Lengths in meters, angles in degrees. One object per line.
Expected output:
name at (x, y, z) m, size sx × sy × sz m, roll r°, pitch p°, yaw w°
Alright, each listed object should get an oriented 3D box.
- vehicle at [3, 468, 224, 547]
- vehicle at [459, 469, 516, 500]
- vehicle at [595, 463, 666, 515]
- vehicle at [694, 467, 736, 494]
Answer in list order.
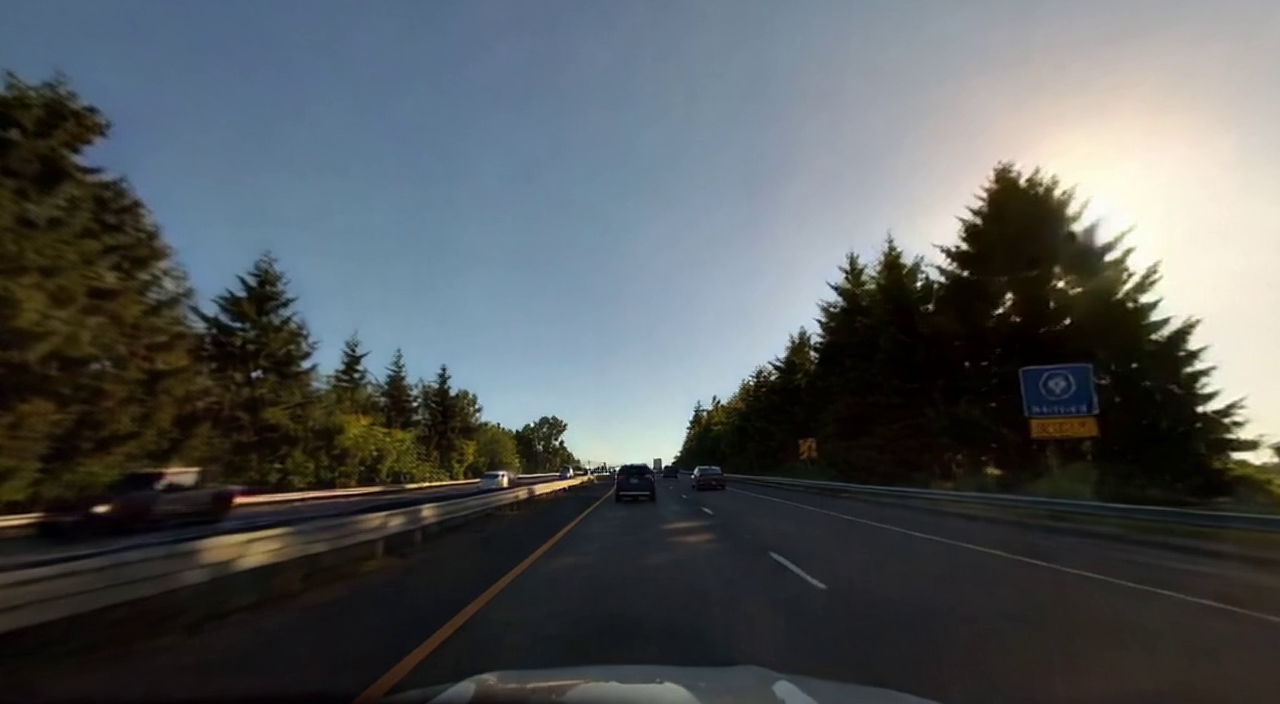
vehicle at (-12.296, 3.600, 15.138) m, size 1.856 × 1.595 × 3.945 m, roll 1°, pitch -10°, yaw -1°
vehicle at (-7.937, 6.923, 33.162) m, size 1.926 × 1.442 × 4.175 m, roll 1°, pitch -10°, yaw 1°
vehicle at (-0.308, 4.361, 20.395) m, size 2.060 × 1.473 × 3.726 m, roll 1°, pitch -10°, yaw -1°
vehicle at (4.480, 7.768, 38.264) m, size 1.974 × 1.476 × 4.119 m, roll 1°, pitch -10°, yaw -1°
